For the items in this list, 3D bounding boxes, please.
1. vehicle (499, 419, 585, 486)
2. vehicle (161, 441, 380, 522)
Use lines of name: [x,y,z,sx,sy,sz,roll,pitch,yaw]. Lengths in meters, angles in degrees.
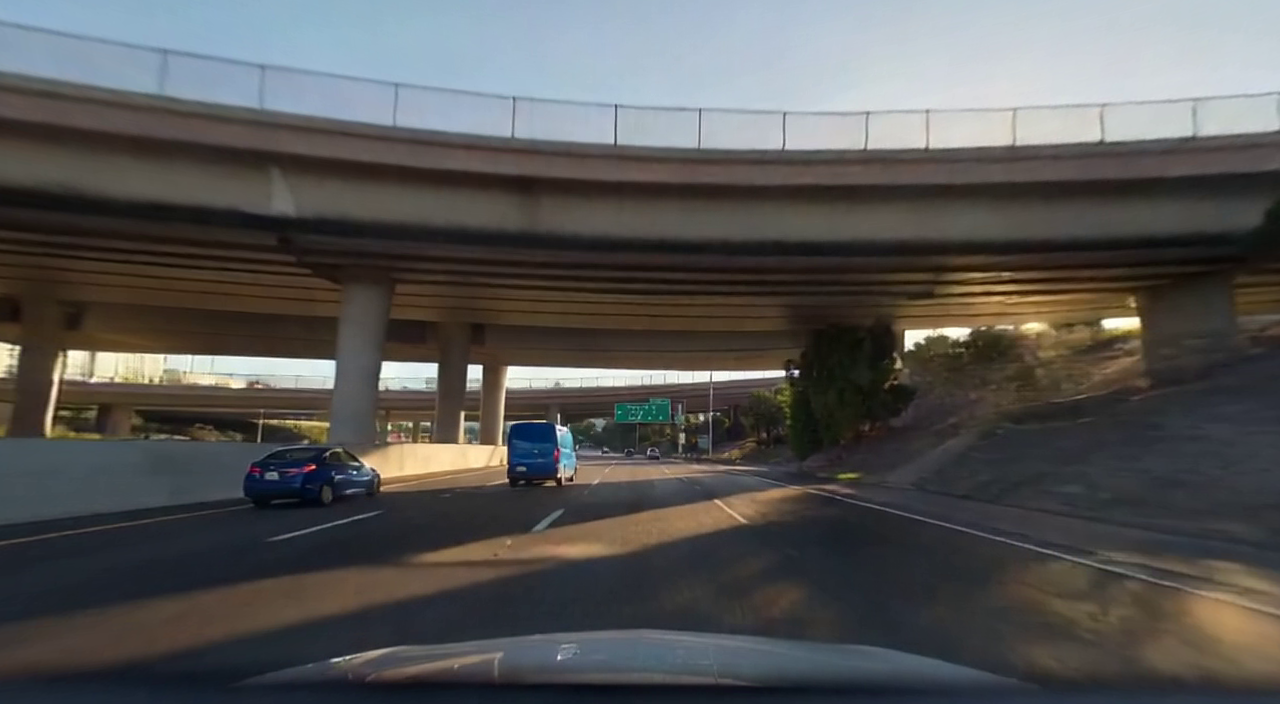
vehicle: [-3.609,3.851,24.273,2.372,2.248,5.393,0,-9,1]
vehicle: [-7.894,2.773,14.145,1.987,1.490,4.781,0,-8,0]
